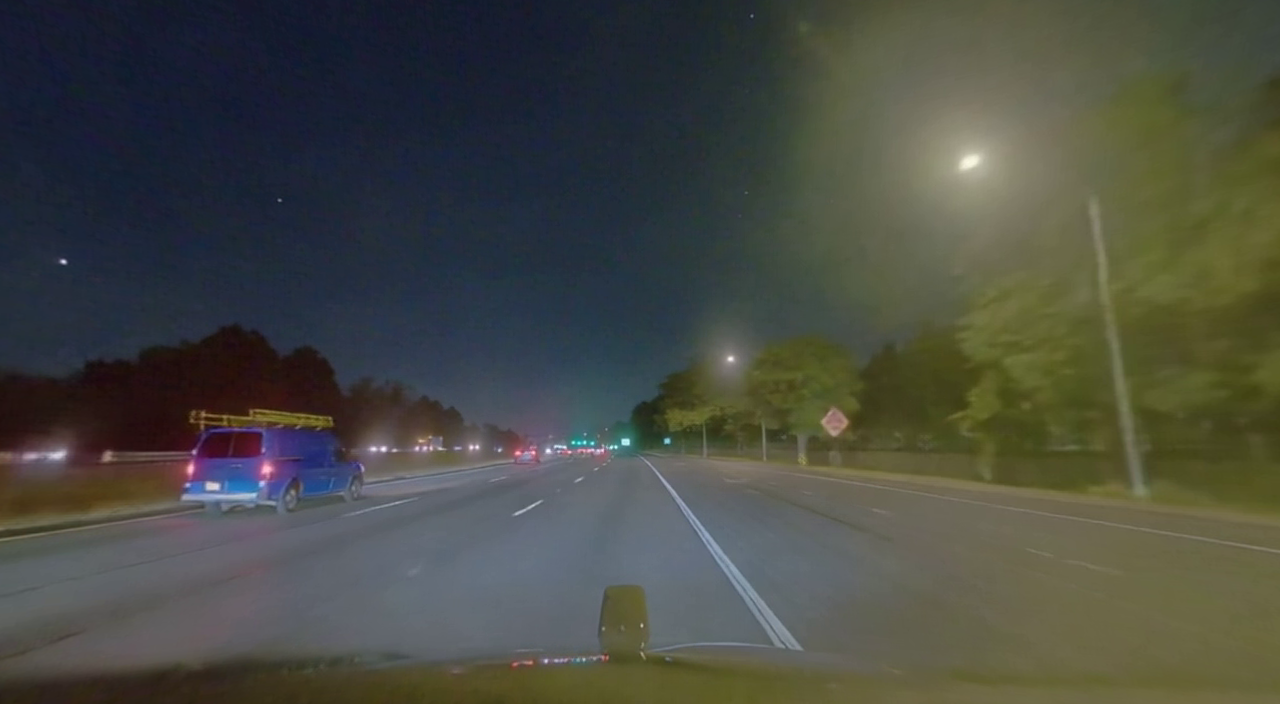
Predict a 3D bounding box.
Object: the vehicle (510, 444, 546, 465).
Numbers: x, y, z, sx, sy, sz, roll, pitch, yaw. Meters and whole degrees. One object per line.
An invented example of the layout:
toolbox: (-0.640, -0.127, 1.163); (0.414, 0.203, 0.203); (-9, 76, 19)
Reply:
vehicle: (-8.433, 7.770, 47.841); (1.958, 1.499, 4.437); (0, -9, 0)

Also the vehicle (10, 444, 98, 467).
vehicle: (-40.084, 7.077, 43.307); (1.757, 1.441, 4.504); (0, -9, -1)

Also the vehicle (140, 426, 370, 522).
vehicle: (-8.120, 2.616, 14.050); (2.093, 1.752, 4.771); (0, -9, 0)
